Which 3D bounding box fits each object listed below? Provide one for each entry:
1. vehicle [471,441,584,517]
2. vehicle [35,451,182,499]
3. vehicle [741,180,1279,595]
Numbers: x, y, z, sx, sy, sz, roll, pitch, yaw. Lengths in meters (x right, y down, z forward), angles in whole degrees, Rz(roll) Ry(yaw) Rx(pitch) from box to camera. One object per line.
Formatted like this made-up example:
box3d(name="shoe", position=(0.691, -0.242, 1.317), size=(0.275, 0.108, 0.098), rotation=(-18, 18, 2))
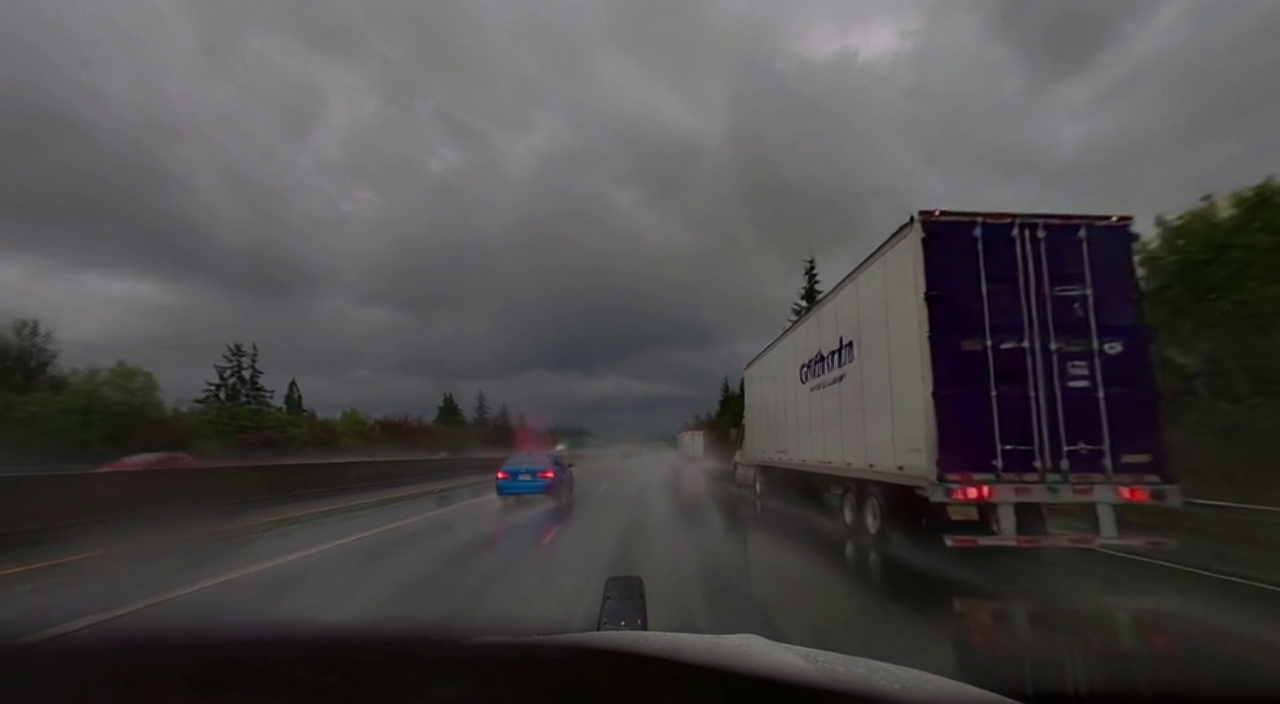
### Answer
box3d(name="vehicle", position=(-2.579, 3.049, 15.639), size=(1.960, 1.579, 4.384), rotation=(0, -9, 1))
box3d(name="vehicle", position=(-18.352, 4.228, 22.007), size=(1.896, 1.522, 3.621), rotation=(0, -9, 0))
box3d(name="vehicle", position=(4.652, 1.296, 12.783), size=(2.858, 3.952, 13.731), rotation=(0, -9, 0))
